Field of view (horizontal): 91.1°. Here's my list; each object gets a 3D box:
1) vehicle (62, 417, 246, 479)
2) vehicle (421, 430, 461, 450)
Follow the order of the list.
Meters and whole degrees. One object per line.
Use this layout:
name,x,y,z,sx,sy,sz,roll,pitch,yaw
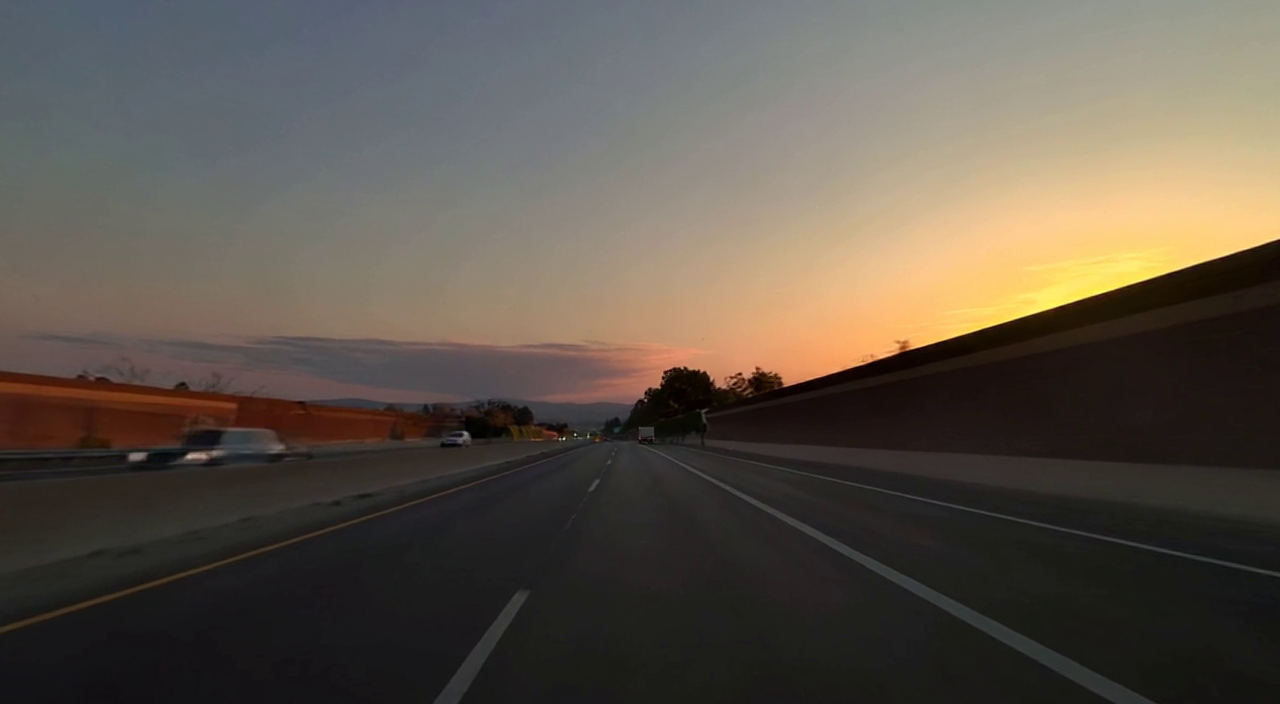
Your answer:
vehicle,-12.872,2.566,17.045,1.769,1.468,4.065,0,-8,-1
vehicle,-15.672,6.979,49.723,1.817,1.483,4.157,0,-8,-1
